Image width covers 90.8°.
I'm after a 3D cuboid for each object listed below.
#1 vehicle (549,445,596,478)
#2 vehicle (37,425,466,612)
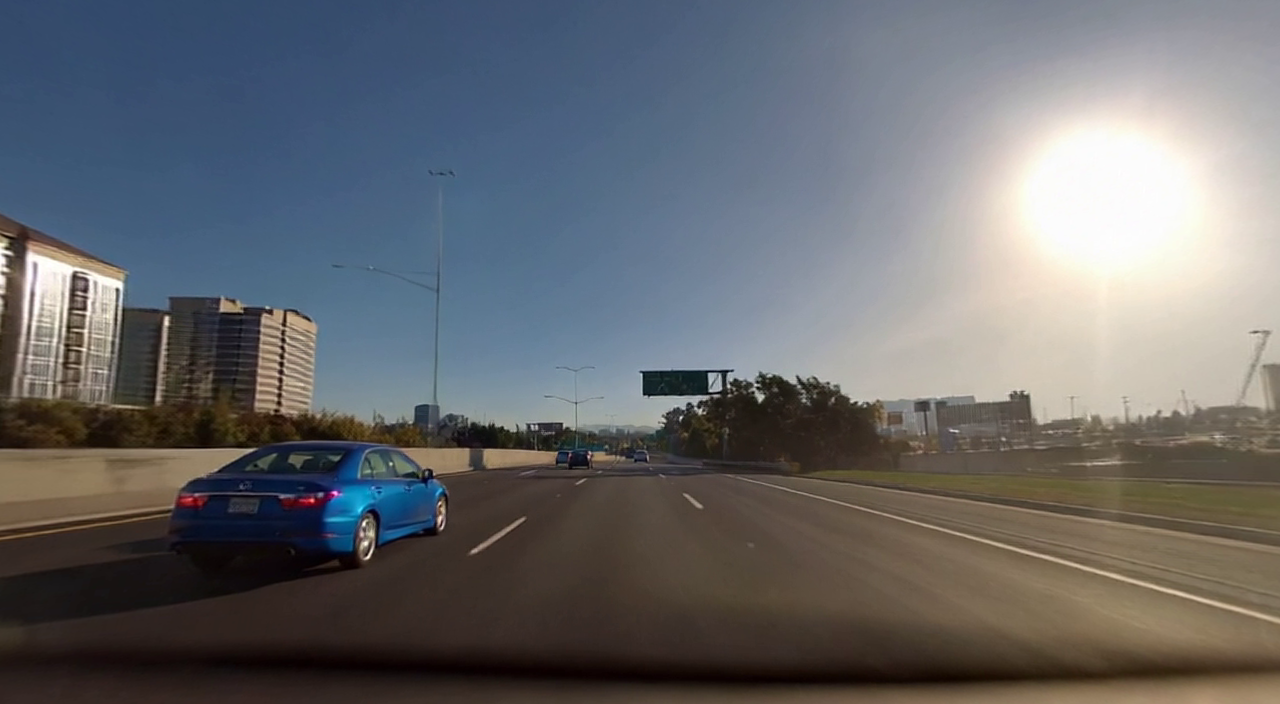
[{"bbox_3d":[-3.595,5.948,34.573,2.075,1.702,4.257,0,-9,0],"label":"vehicle"},{"bbox_3d":[-3.744,1.683,7.360,2.114,1.480,4.473,0,-9,0],"label":"vehicle"}]
